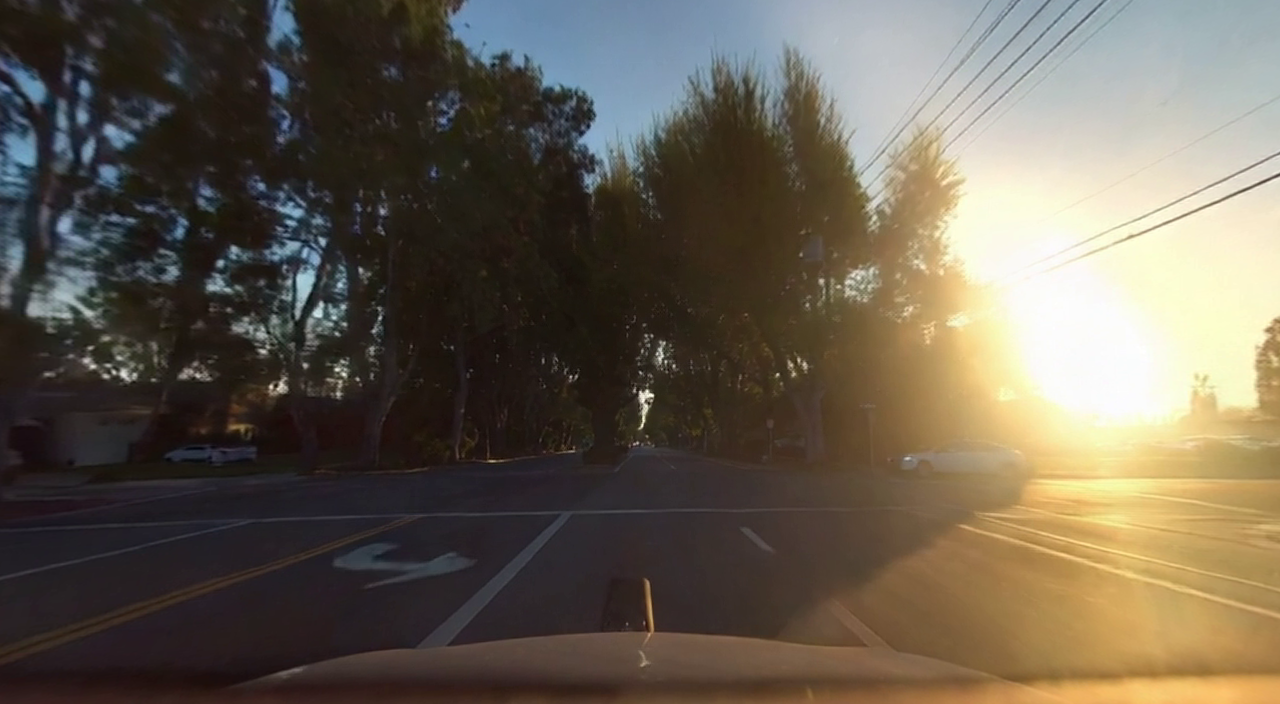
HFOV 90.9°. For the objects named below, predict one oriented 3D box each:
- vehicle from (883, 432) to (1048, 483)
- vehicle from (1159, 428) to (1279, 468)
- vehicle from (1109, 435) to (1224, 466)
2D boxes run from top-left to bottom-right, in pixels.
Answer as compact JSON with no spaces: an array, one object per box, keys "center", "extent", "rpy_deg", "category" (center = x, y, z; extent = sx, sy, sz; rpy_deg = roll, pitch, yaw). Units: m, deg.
[{"center":[11.124,3.629,21.775],"extent":[4.565,1.600,2.023],"rpy_deg":[0,-8,-5],"category":"vehicle"},{"center":[29.612,4.876,32.136],"extent":[2.034,1.878,4.781],"rpy_deg":[0,-8,-2],"category":"vehicle"},{"center":[27.037,5.064,32.621],"extent":[1.787,1.465,4.681],"rpy_deg":[0,-8,-2],"category":"vehicle"}]
